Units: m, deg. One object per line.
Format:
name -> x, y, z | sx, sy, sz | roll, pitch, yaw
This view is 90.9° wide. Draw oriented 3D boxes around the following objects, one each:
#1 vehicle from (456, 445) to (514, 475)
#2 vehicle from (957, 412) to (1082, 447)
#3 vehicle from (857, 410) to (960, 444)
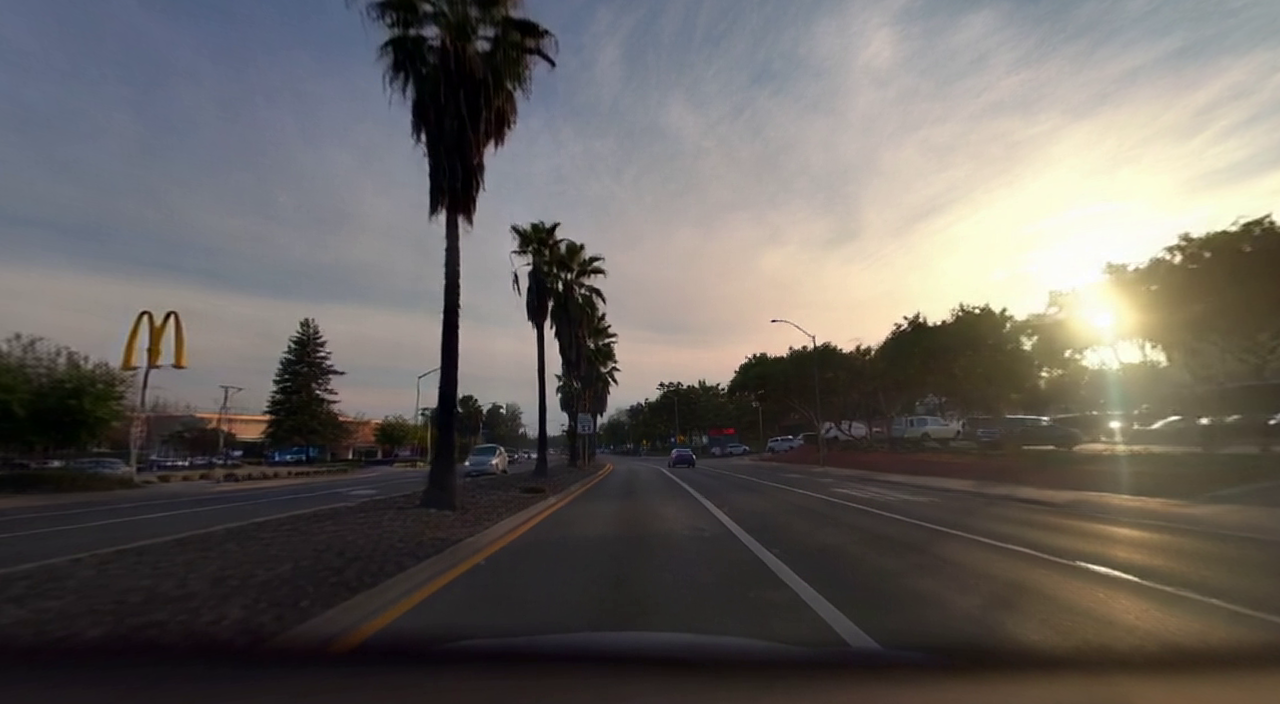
vehicle -> -9.328, 6.532, 38.502 | 2.361, 1.733, 5.099 | 0, -8, -2
vehicle -> 18.692, 3.882, 31.256 | 4.649, 1.662, 2.349 | 0, -9, 1
vehicle -> 17.991, 5.093, 42.518 | 5.817, 1.906, 2.230 | -2, -12, 0
